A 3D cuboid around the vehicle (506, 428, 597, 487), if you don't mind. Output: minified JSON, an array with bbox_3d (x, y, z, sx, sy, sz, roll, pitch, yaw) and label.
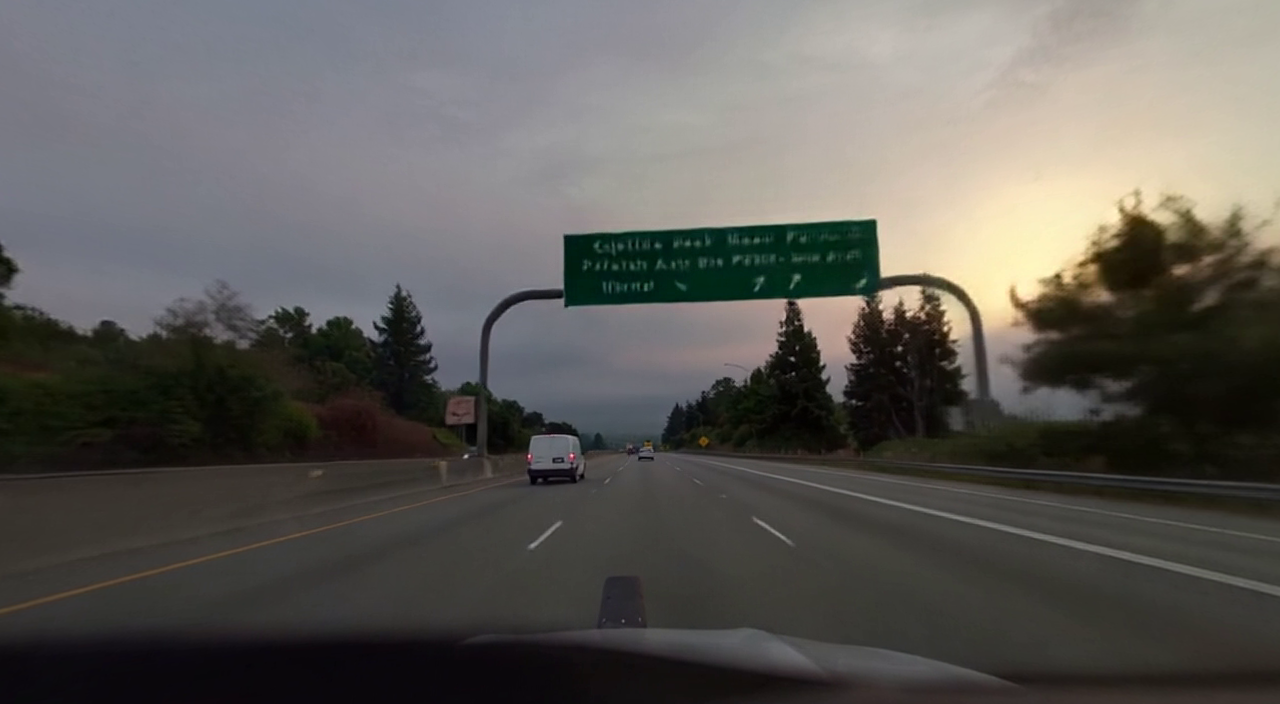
[{"bbox_3d":[-3.111,3.915,23.618,2.572,1.927,5.803,0,-9,0],"label":"vehicle"}]

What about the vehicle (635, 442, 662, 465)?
[{"bbox_3d":[0.613,7.907,49.043,2.067,1.690,3.901,0,-9,-1],"label":"vehicle"}]
